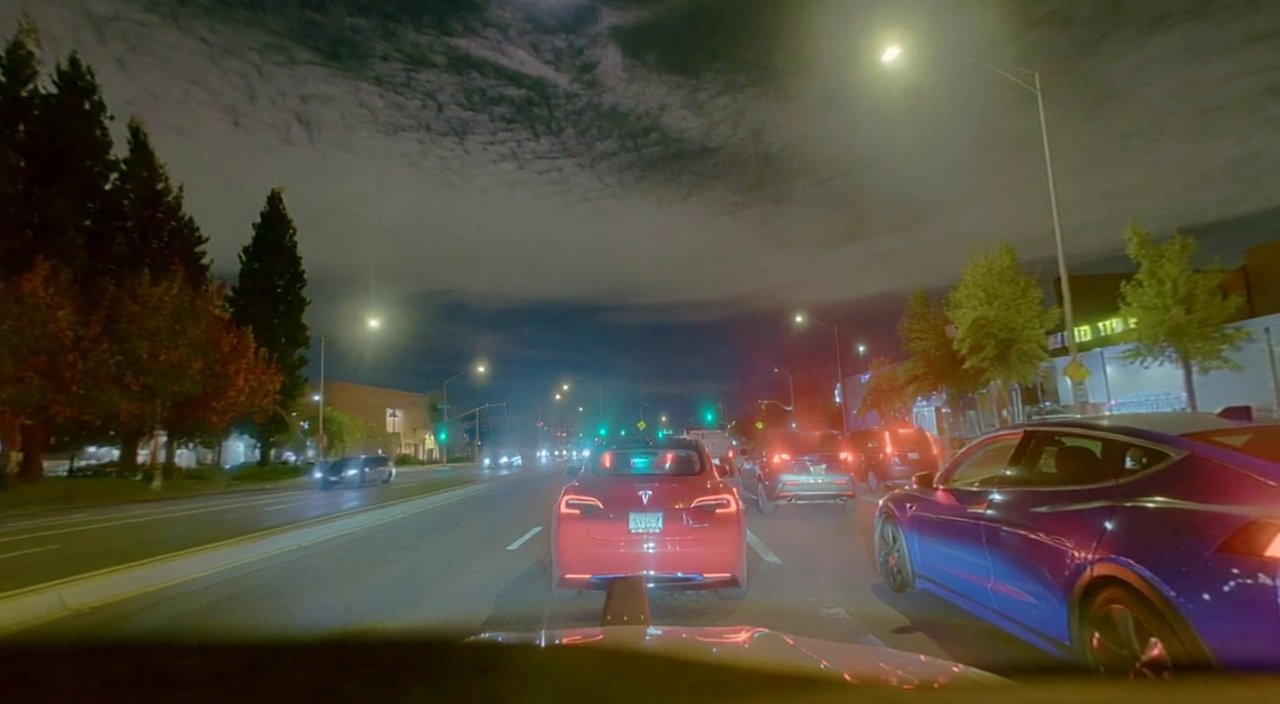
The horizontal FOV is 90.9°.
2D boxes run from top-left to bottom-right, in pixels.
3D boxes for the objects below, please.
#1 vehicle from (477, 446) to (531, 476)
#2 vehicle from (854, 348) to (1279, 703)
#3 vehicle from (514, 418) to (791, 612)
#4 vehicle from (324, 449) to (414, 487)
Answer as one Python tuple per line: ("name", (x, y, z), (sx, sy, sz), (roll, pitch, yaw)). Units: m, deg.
("vehicle", (-7.510, 6.040, 35.184), (1.979, 1.490, 4.225), (0, -8, 1))
("vehicle", (3.188, 1.101, 4.061), (2.038, 1.651, 4.455), (0, -8, 0))
("vehicle", (0.105, 1.560, 6.926), (2.137, 1.488, 3.938), (0, -8, 0))
("vehicle", (-11.745, 5.010, 27.658), (1.892, 1.479, 4.355), (0, -8, 2))
